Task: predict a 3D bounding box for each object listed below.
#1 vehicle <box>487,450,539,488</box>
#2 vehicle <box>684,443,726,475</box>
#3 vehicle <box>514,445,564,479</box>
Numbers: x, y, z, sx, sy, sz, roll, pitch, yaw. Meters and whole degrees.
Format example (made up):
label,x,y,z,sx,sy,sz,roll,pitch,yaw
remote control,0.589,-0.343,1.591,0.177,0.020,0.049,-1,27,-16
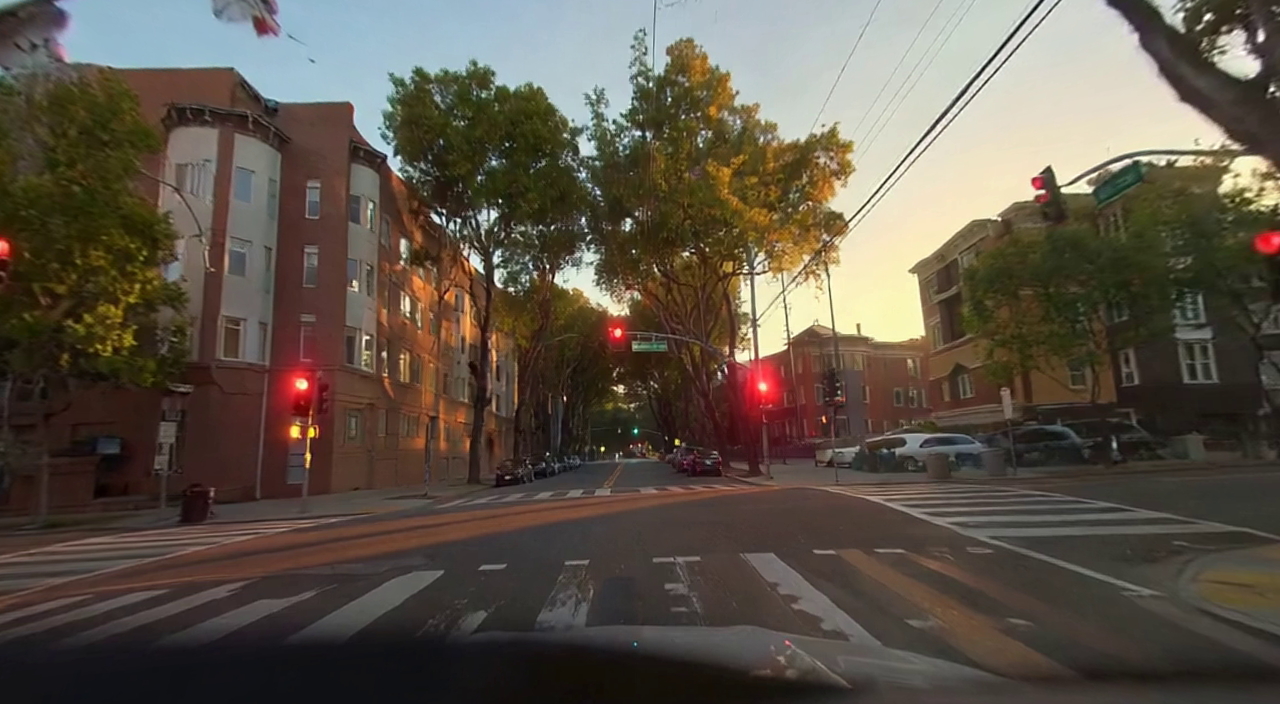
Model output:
label,x,y,z,sx,sy,sz,roll,pitch,yaw
vehicle,-6.701,6.184,33.746,1.763,1.612,4.462,-8,-8,-1
vehicle,3.579,5.964,35.553,1.924,1.657,4.665,0,-8,0
vehicle,-6.454,7.052,40.776,2.175,1.849,4.725,-4,-8,2
